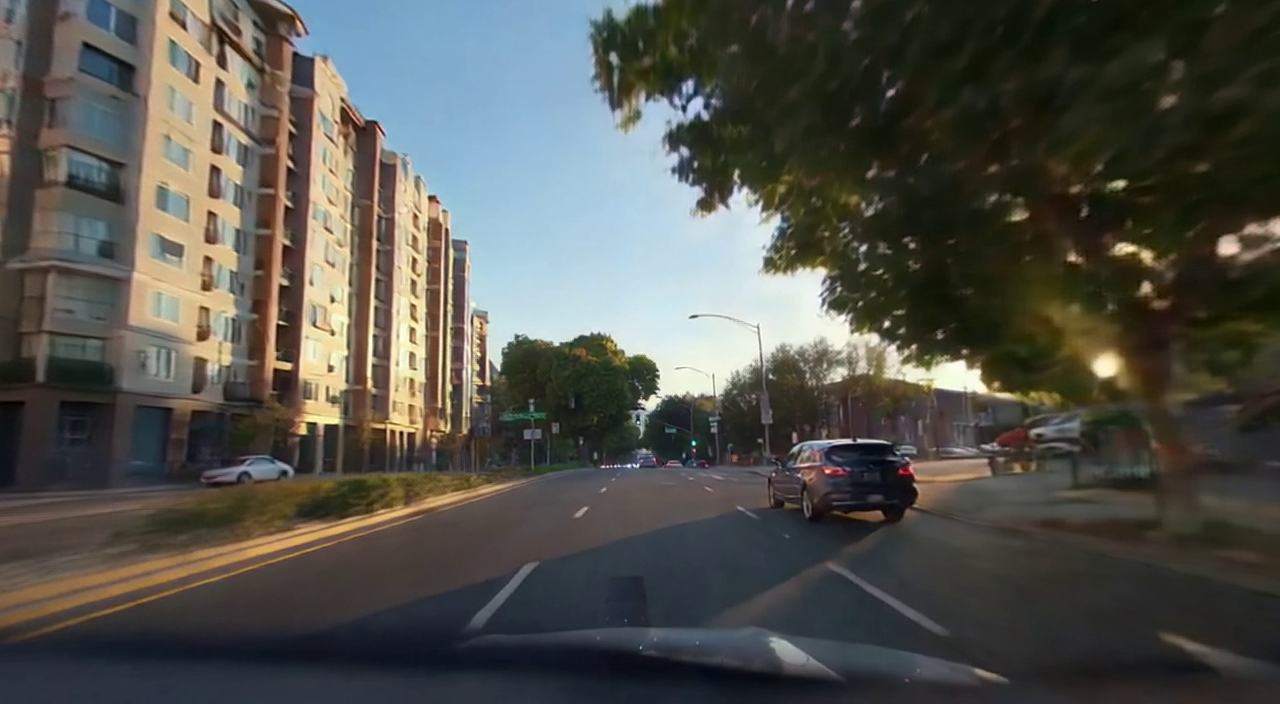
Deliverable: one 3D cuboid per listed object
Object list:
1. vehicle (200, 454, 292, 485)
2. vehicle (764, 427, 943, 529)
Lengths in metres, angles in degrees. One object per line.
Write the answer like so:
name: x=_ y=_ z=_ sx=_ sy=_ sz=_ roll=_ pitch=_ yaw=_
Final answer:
vehicle: x=-21.259 y=6.325 z=34.279 sx=1.864 sy=1.468 sz=4.770 roll=0 pitch=-9 yaw=1
vehicle: x=3.727 y=2.268 z=11.880 sx=1.949 sy=1.583 sz=3.996 roll=0 pitch=-9 yaw=0
